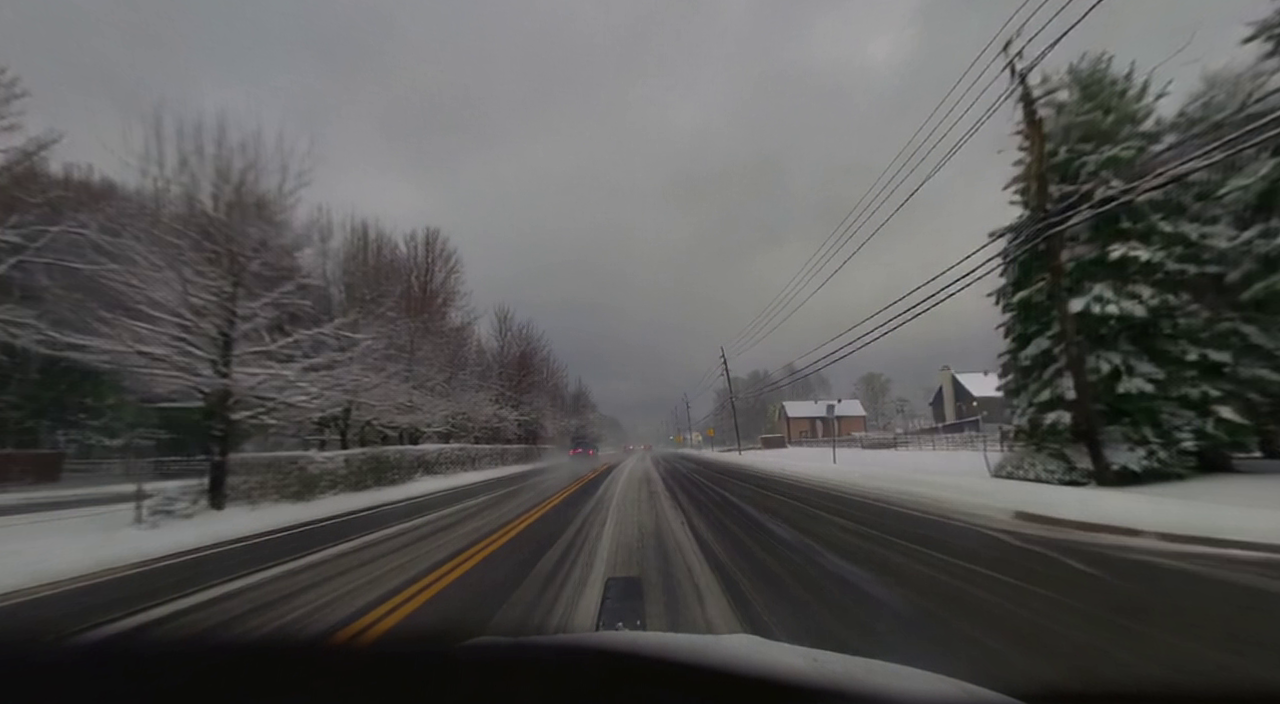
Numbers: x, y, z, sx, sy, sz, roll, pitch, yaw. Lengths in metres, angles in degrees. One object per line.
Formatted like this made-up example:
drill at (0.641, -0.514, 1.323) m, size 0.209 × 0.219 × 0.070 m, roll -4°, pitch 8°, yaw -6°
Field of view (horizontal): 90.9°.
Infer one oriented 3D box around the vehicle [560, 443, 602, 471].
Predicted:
vehicle at (-3.380, 6.046, 36.648) m, size 2.007 × 1.514 × 4.049 m, roll 0°, pitch -8°, yaw 1°
